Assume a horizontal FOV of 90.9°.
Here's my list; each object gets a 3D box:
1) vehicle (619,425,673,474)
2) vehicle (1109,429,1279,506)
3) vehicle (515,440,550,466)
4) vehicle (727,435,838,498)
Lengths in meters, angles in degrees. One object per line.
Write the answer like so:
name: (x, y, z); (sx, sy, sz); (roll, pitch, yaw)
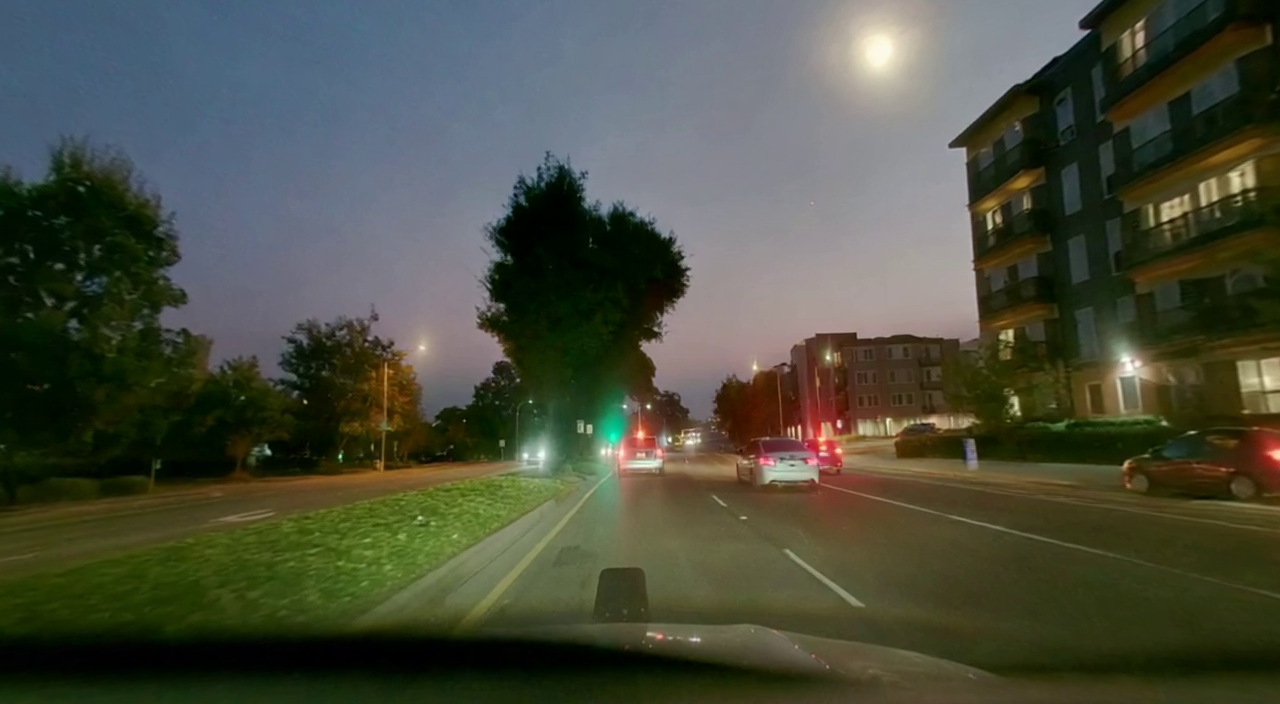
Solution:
vehicle: (0.181, 4.690, 30.388); (2.396, 2.143, 4.824); (0, -8, -2)
vehicle: (13.436, 2.584, 14.508); (1.851, 1.492, 4.277); (0, -8, -2)
vehicle: (-8.386, 7.920, 49.574); (1.873, 1.894, 4.186); (-1, -8, 2)
vehicle: (3.723, 3.080, 17.379); (2.075, 1.486, 4.316); (0, -8, 0)
